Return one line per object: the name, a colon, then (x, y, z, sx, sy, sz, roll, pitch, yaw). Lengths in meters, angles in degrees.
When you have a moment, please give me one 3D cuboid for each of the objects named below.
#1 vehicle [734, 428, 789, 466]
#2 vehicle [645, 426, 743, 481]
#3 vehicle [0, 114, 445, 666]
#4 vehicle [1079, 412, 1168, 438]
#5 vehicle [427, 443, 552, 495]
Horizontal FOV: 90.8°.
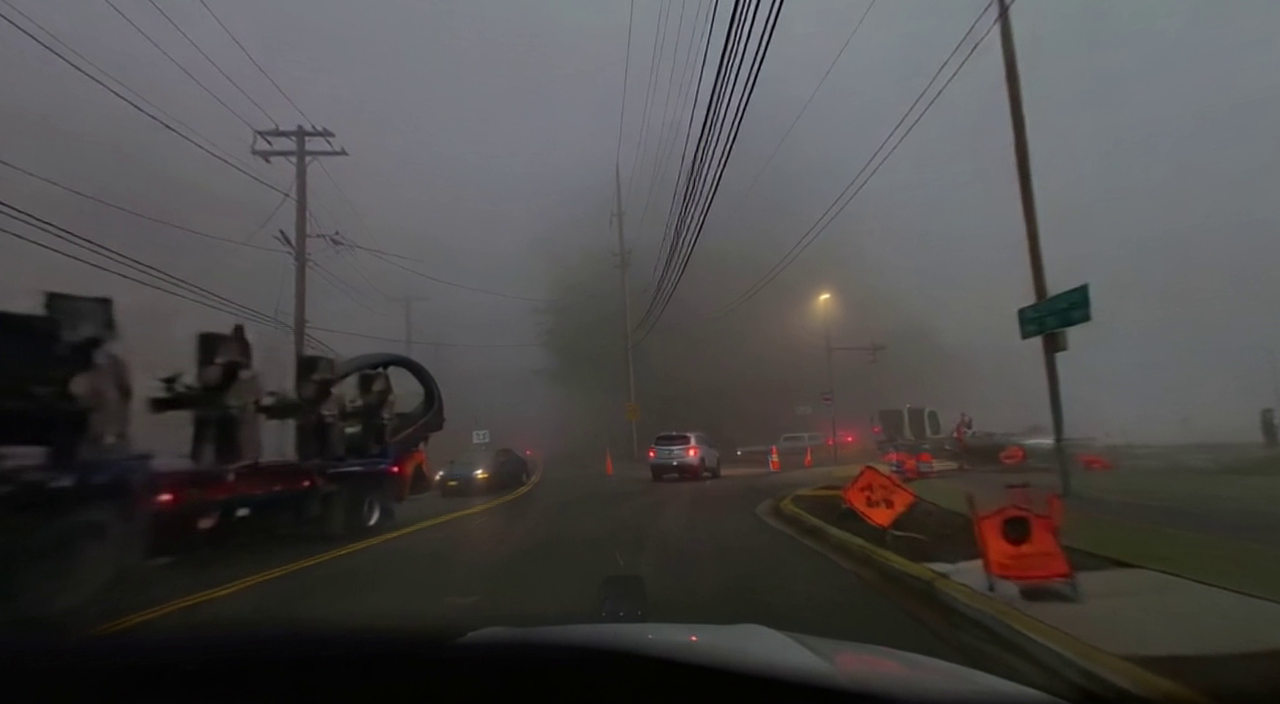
vehicle: (6.838, 5.285, 35.102, 2.206, 1.911, 5.548, -3, -9, 18)
vehicle: (2.228, 3.865, 24.419, 2.256, 1.859, 5.118, -4, -9, 23)
vehicle: (-5.825, 0.747, 7.721, 3.007, 3.800, 11.011, -1, -8, 2)
vehicle: (34.847, 5.312, 45.662, 1.922, 1.704, 4.550, 4, -10, -34)
vehicle: (-4.873, 3.856, 21.335, 2.103, 1.526, 4.743, -3, -9, 15)
